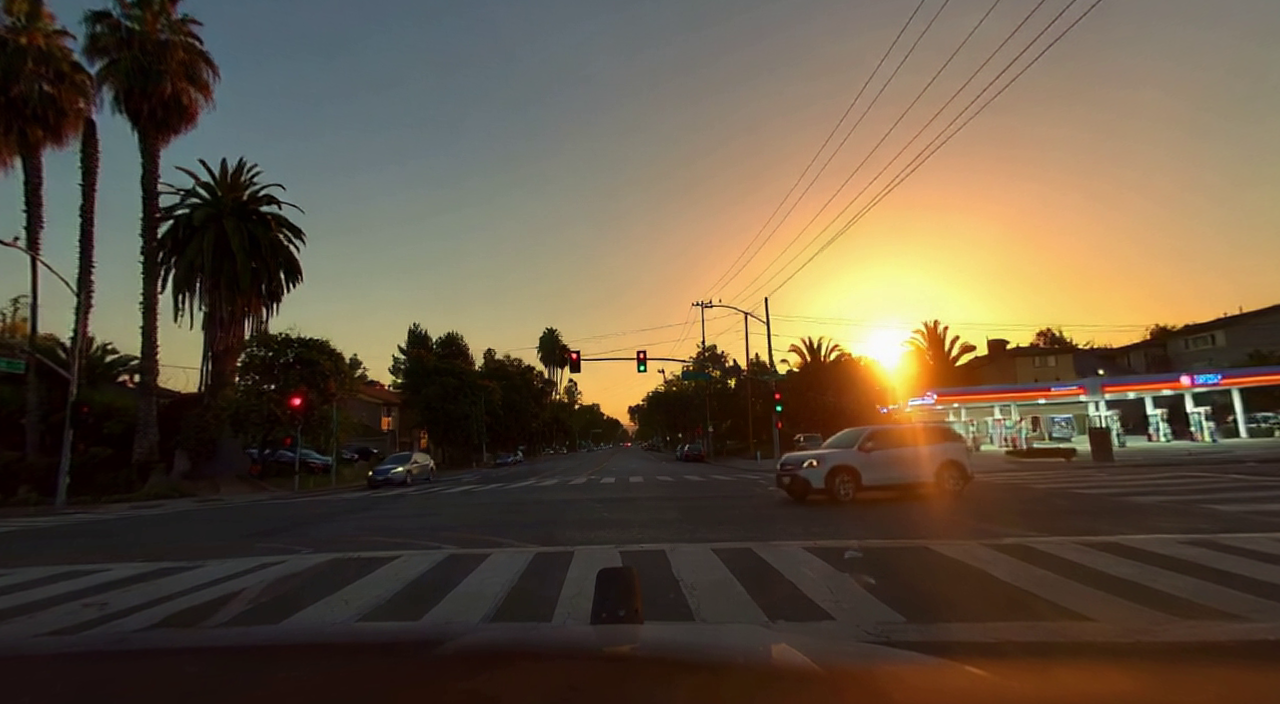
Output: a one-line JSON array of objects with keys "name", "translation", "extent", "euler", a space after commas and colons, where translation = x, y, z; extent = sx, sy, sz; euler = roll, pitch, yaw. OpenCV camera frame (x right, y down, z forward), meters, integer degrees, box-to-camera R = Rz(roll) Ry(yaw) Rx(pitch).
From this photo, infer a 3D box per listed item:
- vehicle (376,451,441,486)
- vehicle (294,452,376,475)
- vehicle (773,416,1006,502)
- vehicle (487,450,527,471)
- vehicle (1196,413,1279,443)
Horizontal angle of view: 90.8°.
[{"name": "vehicle", "translation": [-13.052, 6.556, 35.943], "extent": [2.009, 1.777, 4.559], "euler": [0, -9, -1]}, {"name": "vehicle", "translation": [-20.949, 7.677, 43.512], "extent": [4.672, 1.469, 1.816], "euler": [-1, -9, -2]}, {"name": "vehicle", "translation": [5.990, 2.544, 15.286], "extent": [5.086, 1.817, 1.952], "euler": [3, -9, -18]}, {"name": "vehicle", "translation": [-9.973, 8.162, 47.602], "extent": [2.085, 1.451, 4.311], "euler": [0, -9, 0]}, {"name": "vehicle", "translation": [38.297, 4.793, 39.969], "extent": [4.488, 1.447, 1.765], "euler": [-5, -8, -1]}]
